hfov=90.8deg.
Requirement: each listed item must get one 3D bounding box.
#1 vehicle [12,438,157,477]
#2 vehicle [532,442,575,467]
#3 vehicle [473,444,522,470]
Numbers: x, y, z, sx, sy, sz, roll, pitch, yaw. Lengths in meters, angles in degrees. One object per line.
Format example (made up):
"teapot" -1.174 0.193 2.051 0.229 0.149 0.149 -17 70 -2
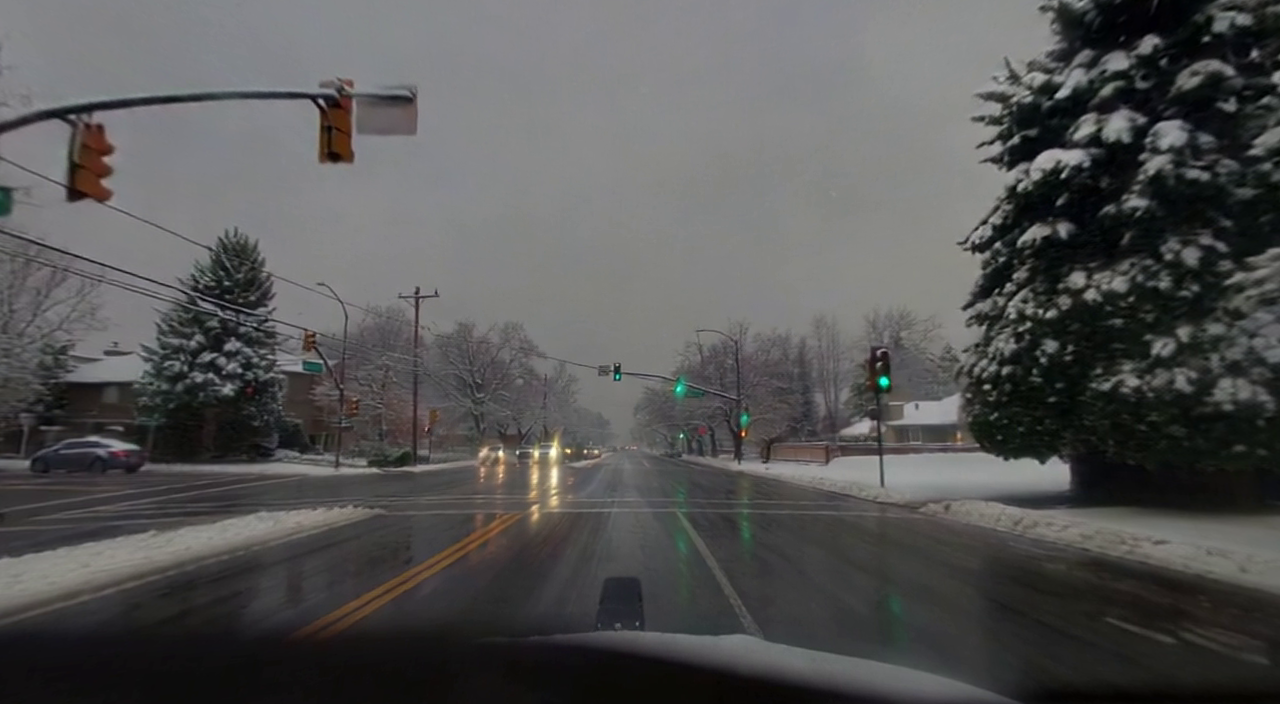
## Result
"vehicle" -26.661 5.080 30.506 4.802 1.776 2.090 1 -8 -5
"vehicle" -5.338 6.411 39.638 2.003 1.462 4.220 0 -8 1
"vehicle" -8.781 6.487 39.338 1.985 1.475 4.383 0 -8 1
